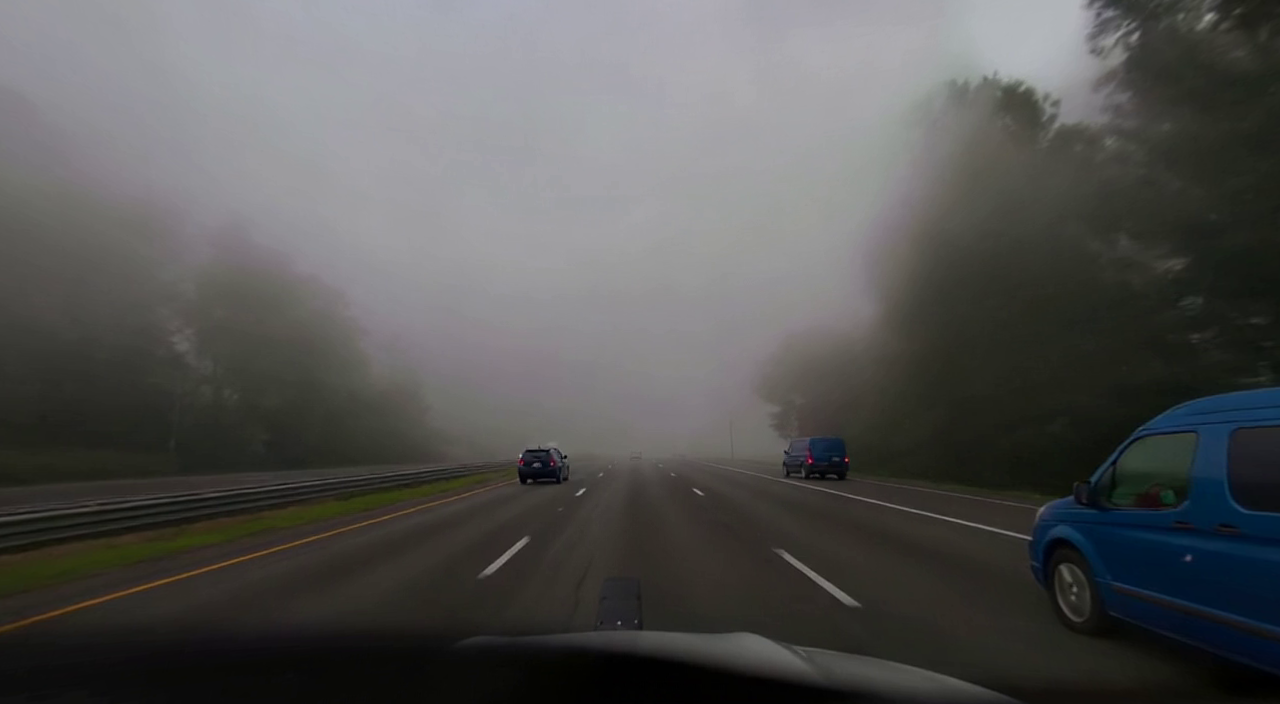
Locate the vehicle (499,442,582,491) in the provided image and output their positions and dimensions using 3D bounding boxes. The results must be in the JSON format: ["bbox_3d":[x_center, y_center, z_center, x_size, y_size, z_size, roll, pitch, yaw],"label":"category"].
[{"bbox_3d":[-3.397,3.997,22.365,2.160,1.530,4.500,-1,-9,1],"label":"vehicle"}]

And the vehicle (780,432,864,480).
[{"bbox_3d":[7.959,4.619,28.078,2.133,1.933,4.986,0,-9,-1],"label":"vehicle"}]

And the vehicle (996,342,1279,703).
[{"bbox_3d":[3.810,0.770,2.476,2.169,1.685,4.417,0,-9,0],"label":"vehicle"}]
